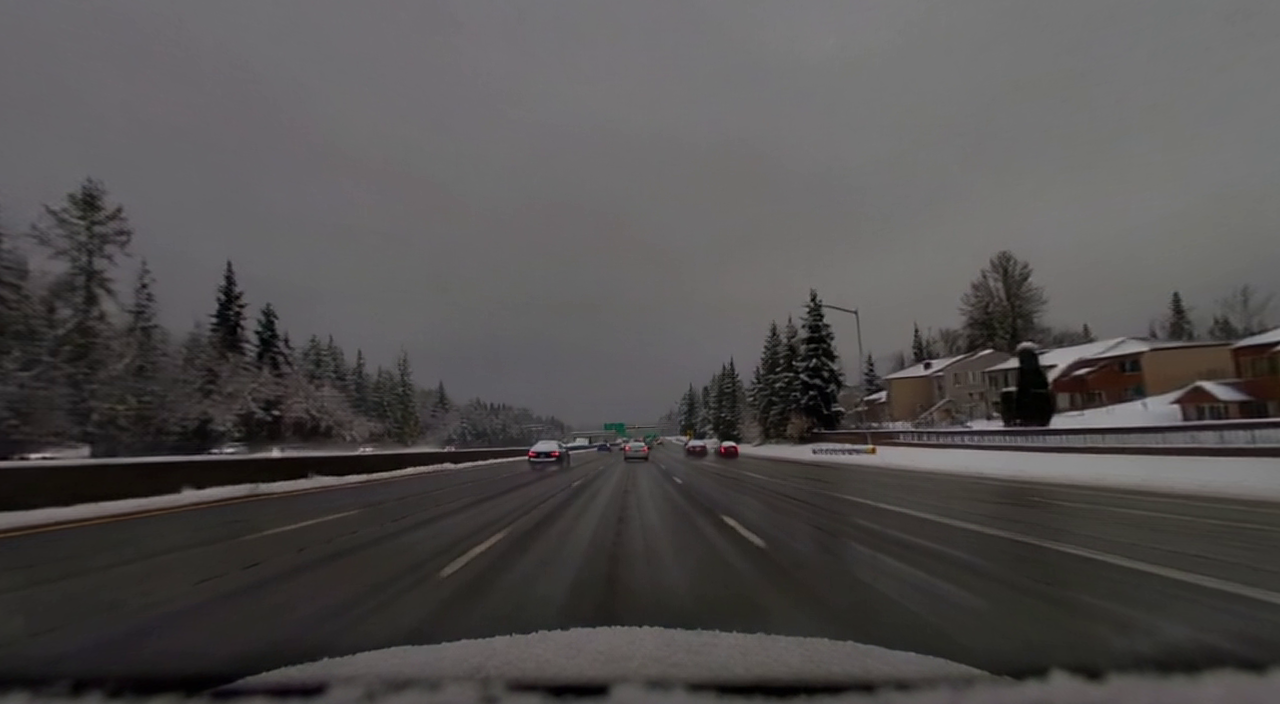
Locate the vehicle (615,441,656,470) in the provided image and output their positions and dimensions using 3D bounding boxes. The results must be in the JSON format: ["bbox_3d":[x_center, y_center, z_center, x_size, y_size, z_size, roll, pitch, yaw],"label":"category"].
[{"bbox_3d":[-0.279,5.775,35.442,2.146,1.485,4.332,0,-9,-1],"label":"vehicle"}]

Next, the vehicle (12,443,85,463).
[{"bbox_3d":[-44.446,7.604,47.641,1.822,1.427,3.821,0,-9,-2],"label":"vehicle"}]

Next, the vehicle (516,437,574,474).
[{"bbox_3d":[-4.732,5.205,32.081,2.260,1.706,4.177,-1,-9,0],"label":"vehicle"}]
